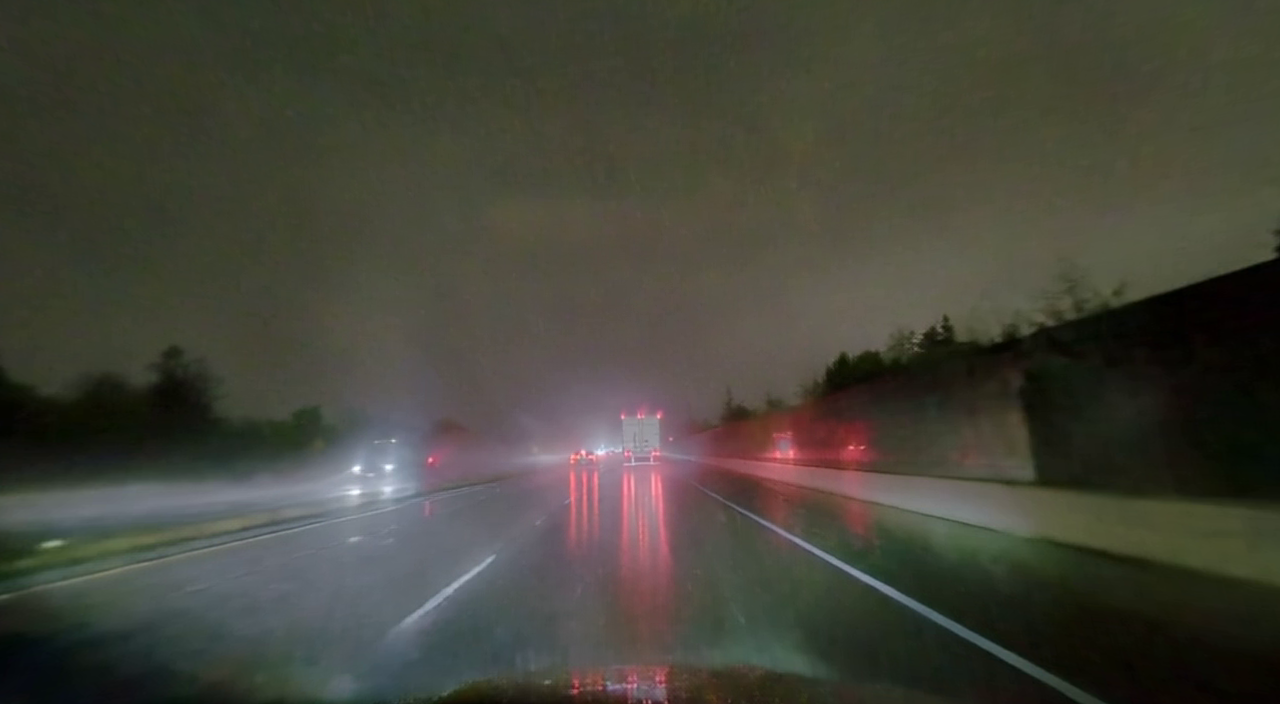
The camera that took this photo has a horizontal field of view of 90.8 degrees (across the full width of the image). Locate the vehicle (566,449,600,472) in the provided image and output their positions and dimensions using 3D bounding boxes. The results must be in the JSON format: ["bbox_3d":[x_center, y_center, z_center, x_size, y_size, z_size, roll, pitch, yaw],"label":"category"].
[{"bbox_3d":[-4.056,7.806,45.654,2.053,1.523,4.450,0,-9,0],"label":"vehicle"}]

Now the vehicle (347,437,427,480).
[{"bbox_3d":[-16.152,6.824,40.821,2.236,2.527,6.874,0,-9,0],"label":"vehicle"}]

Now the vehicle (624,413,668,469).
[{"bbox_3d":[0.271,6.874,48.328,2.864,3.805,9.500,0,-9,-2],"label":"vehicle"}]
